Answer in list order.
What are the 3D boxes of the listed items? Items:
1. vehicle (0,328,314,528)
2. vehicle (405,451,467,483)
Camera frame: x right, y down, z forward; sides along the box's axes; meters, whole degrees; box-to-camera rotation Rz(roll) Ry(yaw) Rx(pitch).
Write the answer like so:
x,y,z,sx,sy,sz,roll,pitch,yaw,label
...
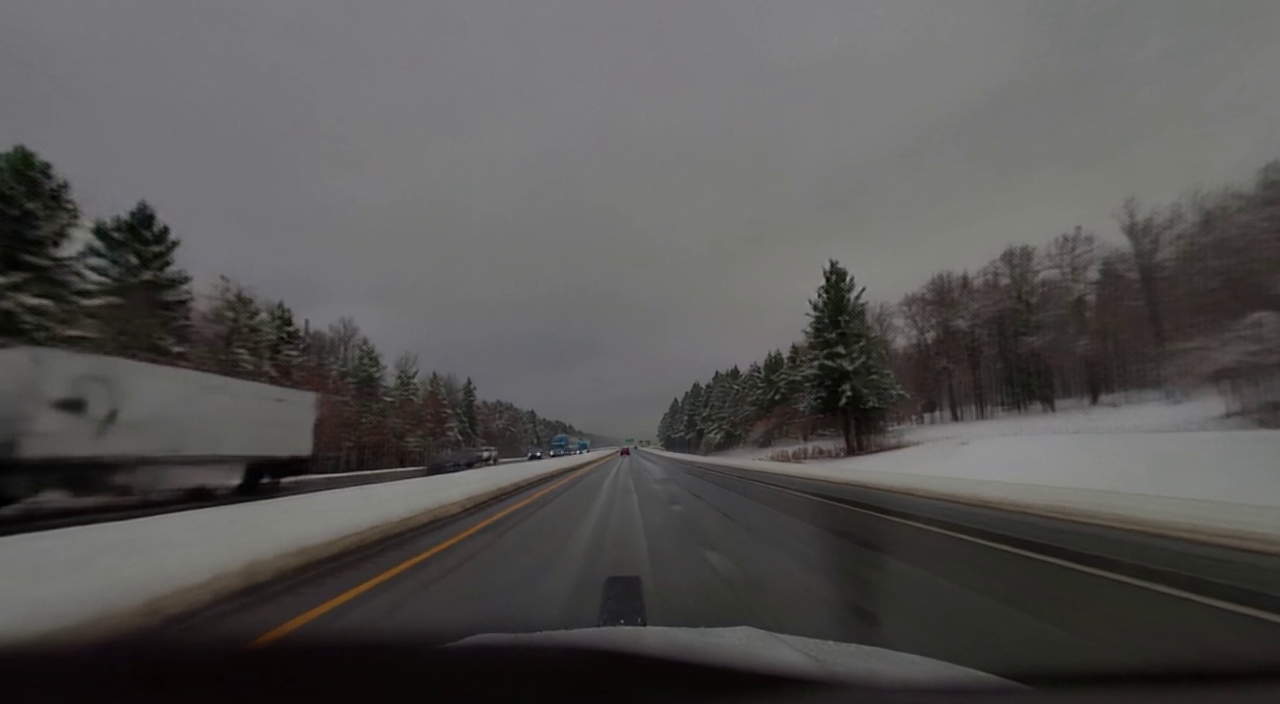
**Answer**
x,y,z,sx,sy,sz,roll,pitch,yaw,label
-14.735,2.421,18.419,3.084,4.035,14.326,0,-9,-1,vehicle
-10.179,5.746,31.796,1.795,1.436,4.346,0,-9,-1,vehicle
